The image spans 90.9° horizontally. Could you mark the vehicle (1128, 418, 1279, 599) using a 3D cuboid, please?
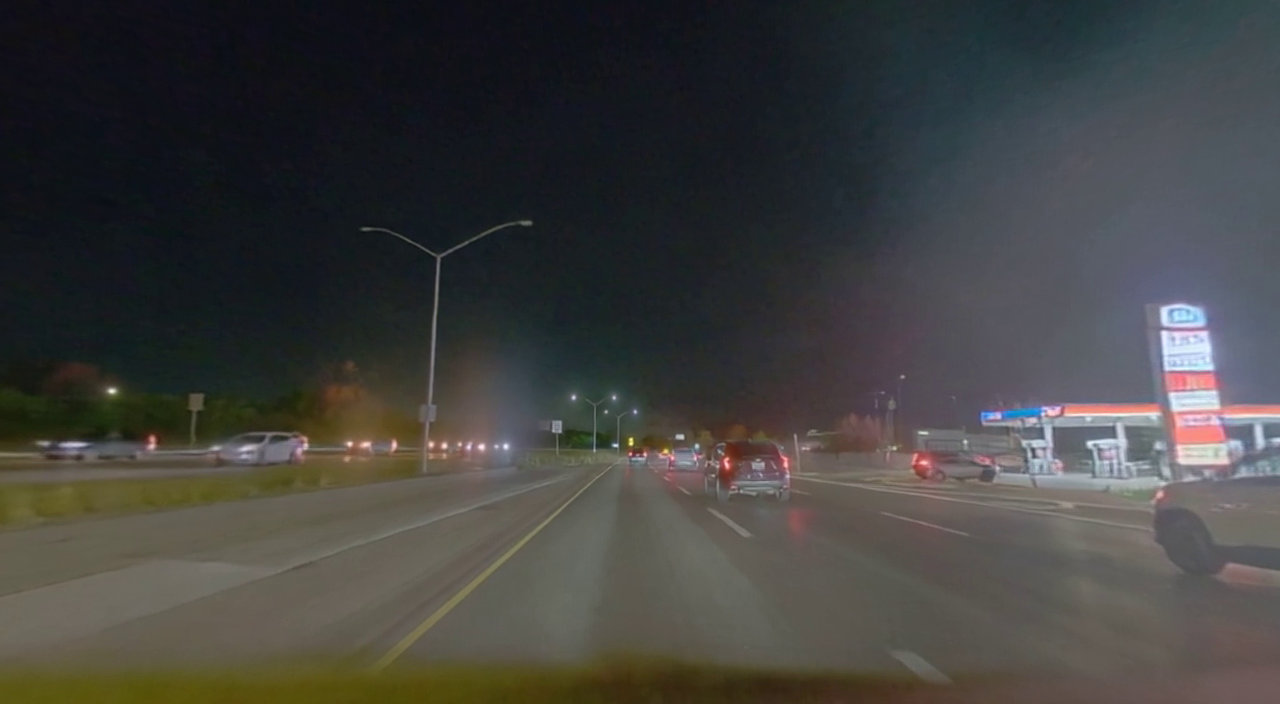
[{"bbox_3d":[6.659,1.347,5.240,1.881,1.604,4.289,0,-8,3],"label":"vehicle"}]

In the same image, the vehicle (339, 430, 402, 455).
[{"bbox_3d":[-19.844,6.706,46.659,2.037,1.761,5.401,0,-8,3],"label":"vehicle"}]

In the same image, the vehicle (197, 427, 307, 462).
[{"bbox_3d":[-17.416,4.201,28.596,1.920,1.473,4.524,0,-8,3],"label":"vehicle"}]

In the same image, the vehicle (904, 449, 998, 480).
[{"bbox_3d":[18.330,6.611,37.244,4.587,1.710,1.969,1,-9,-7],"label":"vehicle"}]

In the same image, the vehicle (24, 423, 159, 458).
[{"bbox_3d":[-24.293,3.957,28.173,1.953,1.427,4.369,0,-8,2],"label":"vehicle"}]

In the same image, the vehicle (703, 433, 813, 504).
[{"bbox_3d":[3.203,3.290,18.291,2.184,1.777,4.712,0,-8,-1],"label":"vehicle"}]

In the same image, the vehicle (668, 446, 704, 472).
[{"bbox_3d":[2.941,6.932,41.149,2.012,1.612,4.114,0,-8,-1],"label":"vehicle"}]
